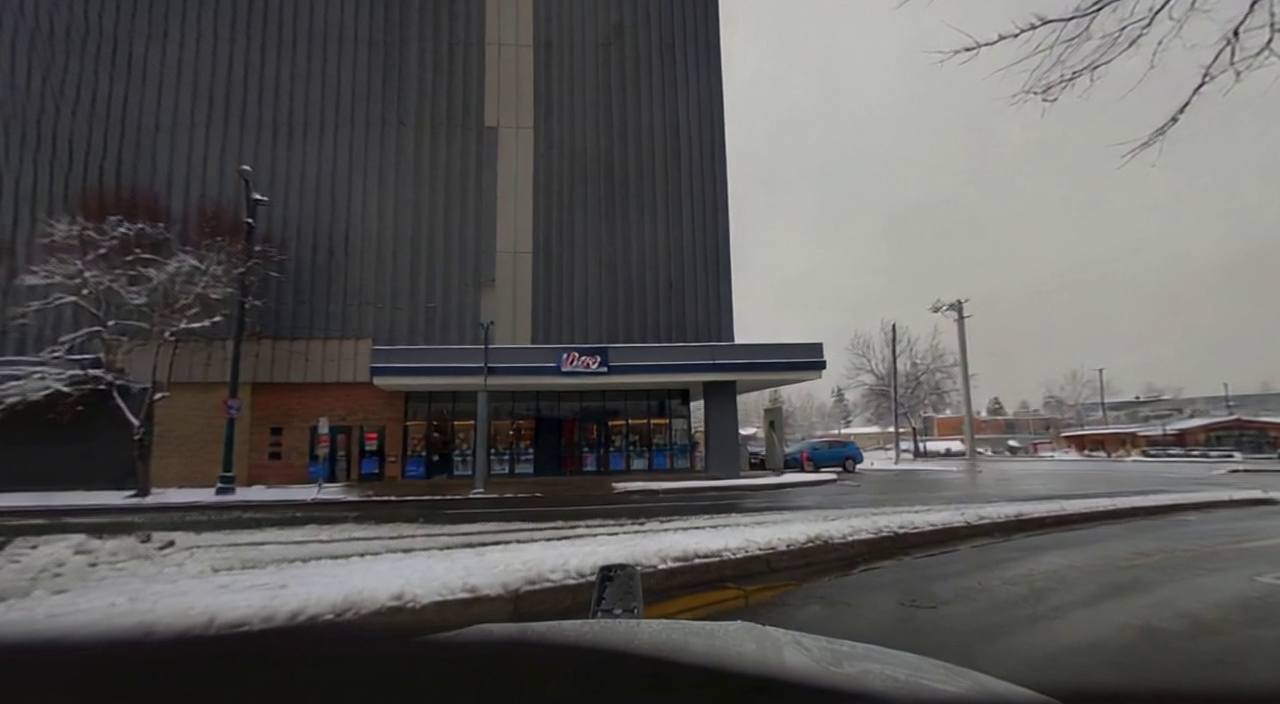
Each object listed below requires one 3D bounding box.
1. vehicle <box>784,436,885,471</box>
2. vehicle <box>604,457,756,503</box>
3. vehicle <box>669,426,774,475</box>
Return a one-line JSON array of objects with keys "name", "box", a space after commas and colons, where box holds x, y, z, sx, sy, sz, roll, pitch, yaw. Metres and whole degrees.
[{"name": "vehicle", "box": [14.289, 7.477, 46.479, 7.026, 2.329, 2.545, 4, -7, -21]}, {"name": "vehicle", "box": [1.333, 4.238, 21.206, 4.782, 1.371, 1.763, 4, -9, -22]}, {"name": "vehicle", "box": [4.725, 5.692, 36.541, 5.524, 2.504, 2.196, 6, -8, -18]}]
